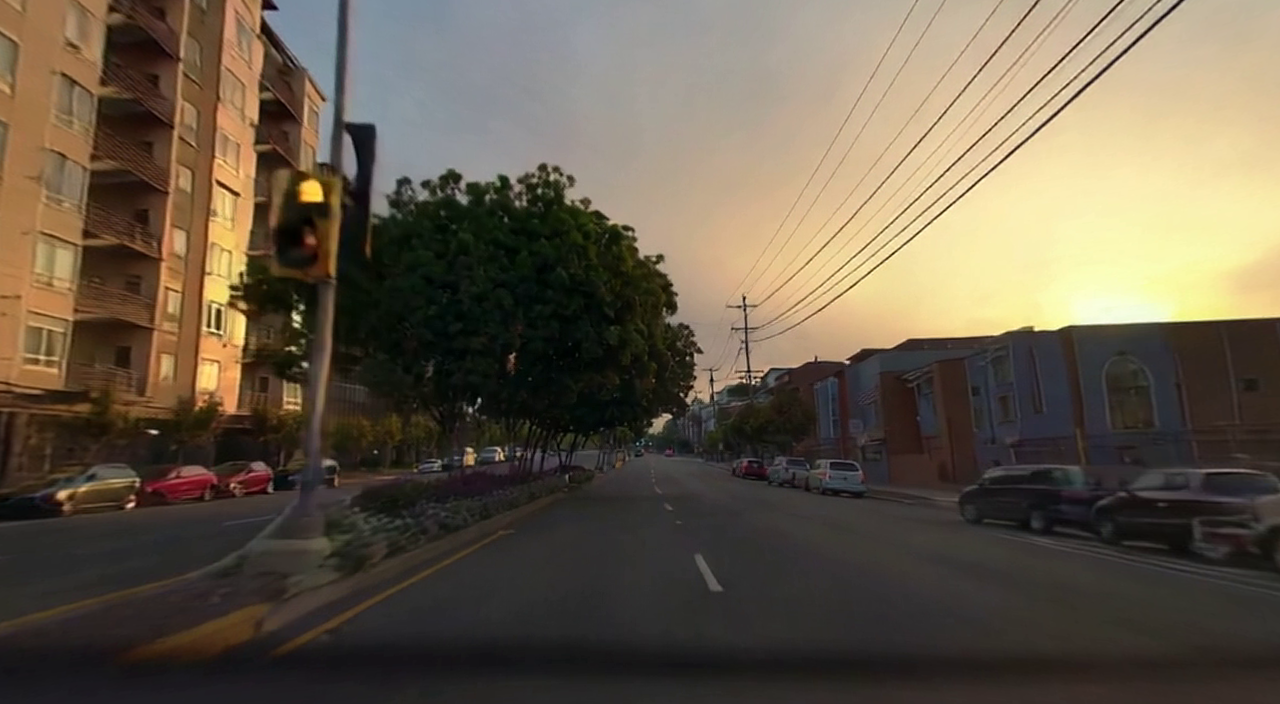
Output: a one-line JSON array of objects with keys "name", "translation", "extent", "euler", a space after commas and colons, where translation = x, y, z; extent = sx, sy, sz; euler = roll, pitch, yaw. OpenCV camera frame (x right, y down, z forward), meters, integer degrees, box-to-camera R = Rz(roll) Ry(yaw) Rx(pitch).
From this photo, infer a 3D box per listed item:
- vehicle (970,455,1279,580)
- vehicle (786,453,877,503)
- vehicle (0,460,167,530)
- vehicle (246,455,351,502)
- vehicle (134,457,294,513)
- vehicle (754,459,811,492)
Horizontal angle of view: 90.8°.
[{"name": "vehicle", "translation": [7.658, 2.482, 10.393], "extent": [1.941, 1.496, 4.656], "euler": [0, -8, 0]}, {"name": "vehicle", "translation": [7.536, 4.982, 25.400], "extent": [2.143, 1.731, 4.781], "euler": [0, -8, 0]}, {"name": "vehicle", "translation": [-14.662, 3.599, 16.392], "extent": [1.879, 1.507, 3.745], "euler": [0, -8, -2]}, {"name": "vehicle", "translation": [-14.671, 5.430, 27.542], "extent": [2.107, 1.771, 4.871], "euler": [0, -8, -4]}, {"name": "vehicle", "translation": [-14.674, 4.557, 22.224], "extent": [2.124, 1.626, 4.908], "euler": [0, -8, 1]}, {"name": "vehicle", "translation": [7.544, 6.586, 33.972], "extent": [1.997, 1.517, 4.755], "euler": [0, -8, 0]}]
